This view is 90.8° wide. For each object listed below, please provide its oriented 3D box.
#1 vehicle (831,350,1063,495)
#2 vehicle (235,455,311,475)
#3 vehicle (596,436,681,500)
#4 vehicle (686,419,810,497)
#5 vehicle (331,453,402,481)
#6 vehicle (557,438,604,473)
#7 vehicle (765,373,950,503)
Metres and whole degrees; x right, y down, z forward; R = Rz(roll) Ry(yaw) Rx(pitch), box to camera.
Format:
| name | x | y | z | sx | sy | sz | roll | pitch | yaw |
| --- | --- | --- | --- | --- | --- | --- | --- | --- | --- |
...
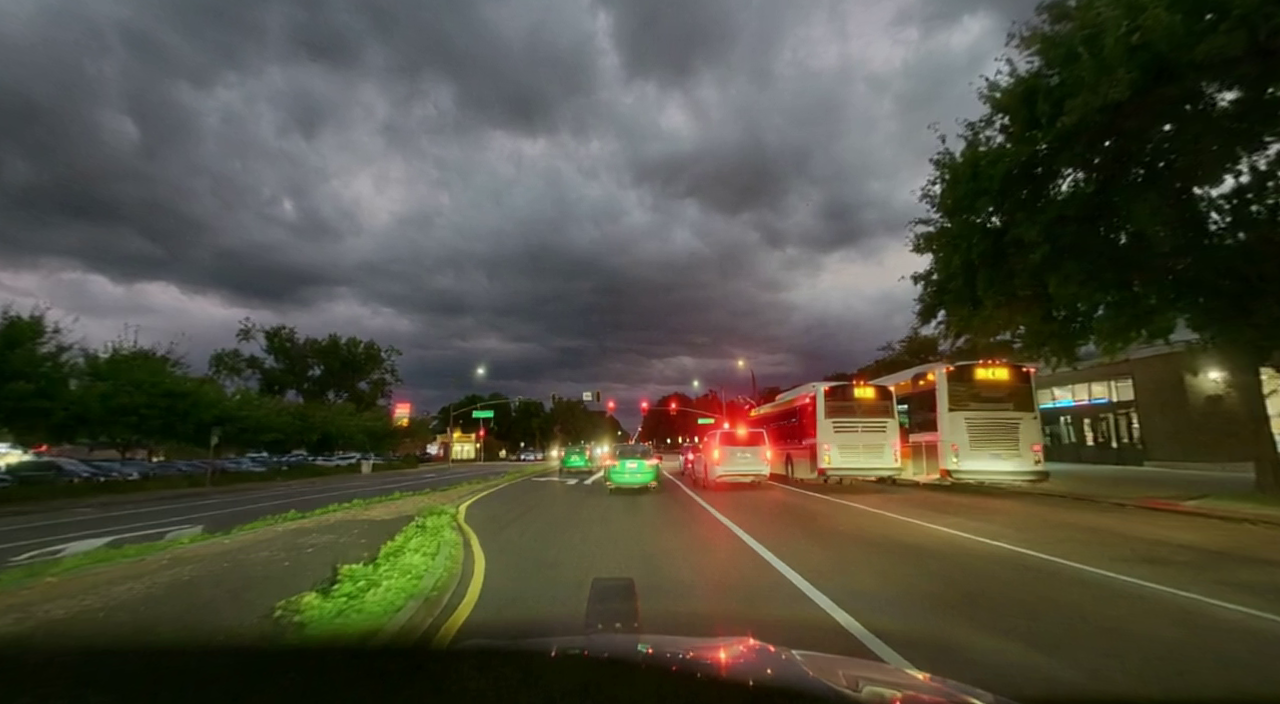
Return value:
| name | x | y | z | sx | sy | sz | roll | pitch | yaw |
| --- | --- | --- | --- | --- | --- | --- | --- | --- | --- |
| vehicle | 10.313 | 2.762 | 23.286 | 3.181 | 4.110 | 10.468 | 0 | -9 | 0 |
| vehicle | -28.359 | 8.728 | 48.993 | 4.881 | 1.458 | 1.914 | 4 | -10 | -27 |
| vehicle | -0.101 | 3.125 | 17.344 | 2.071 | 1.525 | 3.723 | 0 | -9 | -2 |
| vehicle | 2.957 | 3.140 | 19.065 | 2.490 | 1.951 | 5.931 | 0 | -9 | -2 |
| vehicle | -14.822 | 6.228 | 34.458 | 1.960 | 1.396 | 4.185 | -1 | -9 | 1 |
| vehicle | -3.089 | 5.478 | 33.544 | 2.180 | 1.708 | 4.397 | 0 | -9 | -1 |
| vehicle | 6.458 | 2.798 | 20.683 | 2.879 | 3.318 | 8.881 | 0 | -8 | 0 |
